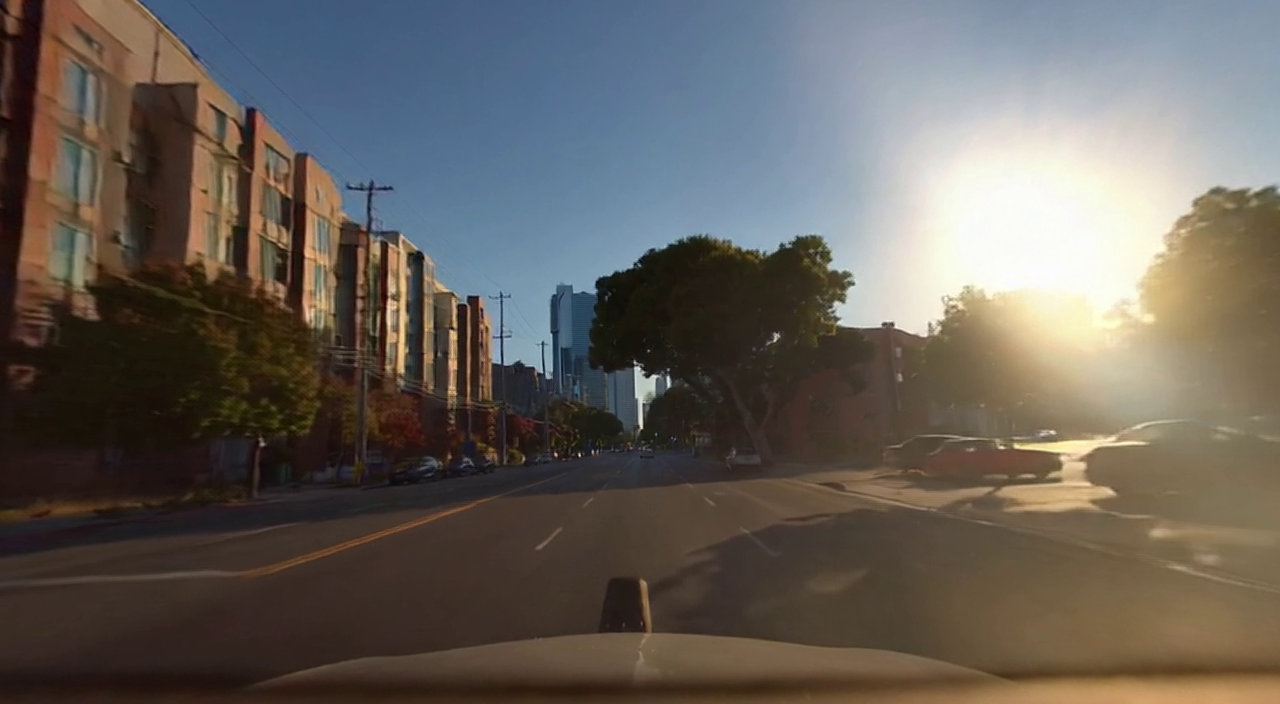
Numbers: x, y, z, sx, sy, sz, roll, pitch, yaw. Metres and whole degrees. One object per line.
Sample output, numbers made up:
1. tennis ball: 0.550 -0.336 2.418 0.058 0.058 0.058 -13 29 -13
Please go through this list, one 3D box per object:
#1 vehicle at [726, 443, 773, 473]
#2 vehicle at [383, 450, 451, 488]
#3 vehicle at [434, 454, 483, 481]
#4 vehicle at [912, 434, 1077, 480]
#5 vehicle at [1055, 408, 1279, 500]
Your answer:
1. vehicle: 6.826 6.654 39.630 2.078 1.766 5.474 0 -9 1
2. vehicle: -11.821 6.204 33.591 1.979 1.759 4.435 -4 -9 1
3. vehicle: -11.696 7.431 40.639 1.876 1.502 4.506 -3 -9 -1
4. vehicle: 13.059 3.899 23.410 4.833 1.554 2.085 -1 -9 2
5. vehicle: 13.031 2.364 14.670 5.015 1.934 2.150 -1 -9 3
